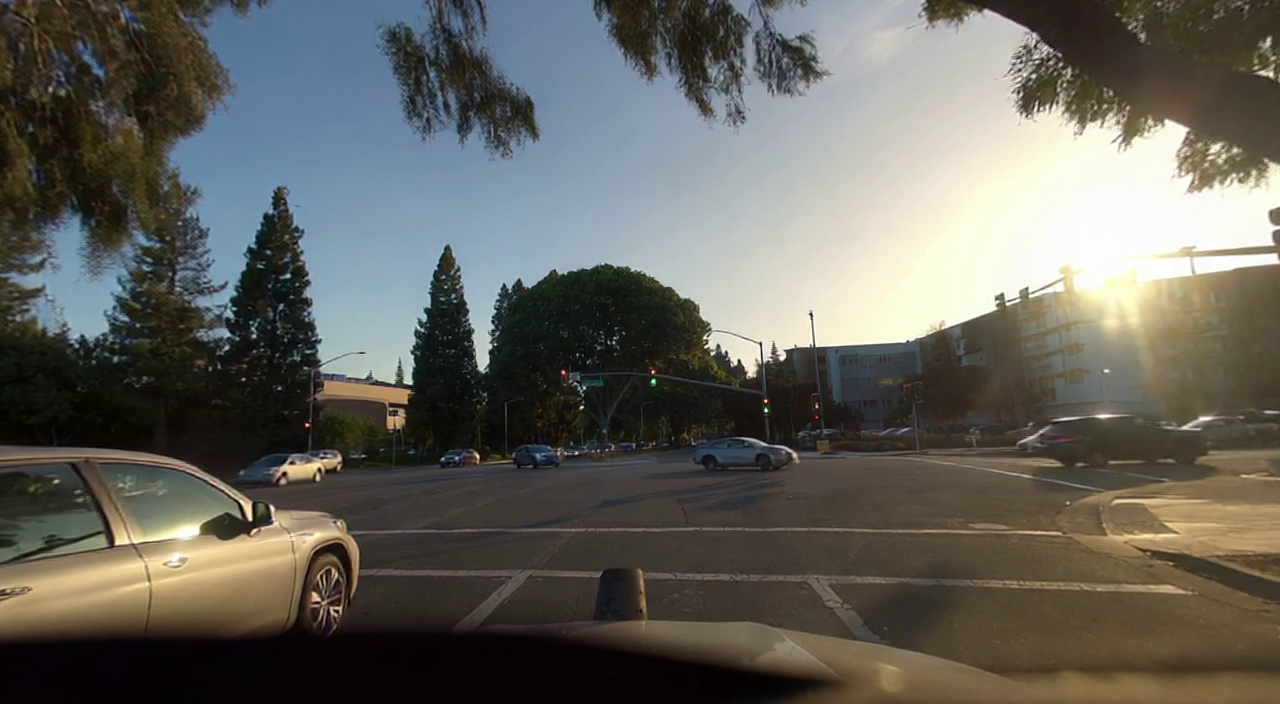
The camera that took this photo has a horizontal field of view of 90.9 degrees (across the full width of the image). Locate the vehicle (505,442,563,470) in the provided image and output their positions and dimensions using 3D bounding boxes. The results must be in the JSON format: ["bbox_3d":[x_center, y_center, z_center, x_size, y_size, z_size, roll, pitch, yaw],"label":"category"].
[{"bbox_3d":[-6.005,5.778,35.358,1.841,1.450,4.364,4,-10,-29],"label":"vehicle"}]

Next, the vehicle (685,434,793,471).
[{"bbox_3d":[4.293,4.359,27.482,4.180,1.478,1.986,-5,-10,28],"label":"vehicle"}]

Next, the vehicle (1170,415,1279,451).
[{"bbox_3d":[26.855,3.654,28.418,4.240,1.540,1.944,0,-8,-4],"label":"vehicle"}]

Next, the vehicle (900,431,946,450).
[{"bbox_3d":[22.431,6.992,49.851,1.930,1.410,4.313,-8,-12,43],"label":"vehicle"}]

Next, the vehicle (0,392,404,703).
[{"bbox_3d":[-2.948,0.991,2.745,1.924,1.482,4.734,0,-8,1],"label":"vehicle"}]

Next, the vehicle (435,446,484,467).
[{"bbox_3d":[-13.543,7.852,47.587,1.921,1.480,4.652,-1,-8,5],"label":"vehicle"}]

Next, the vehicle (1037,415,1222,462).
[{"bbox_3d":[18.561,3.340,24.145,5.268,1.687,1.942,-1,-9,4],"label":"vehicle"}]
